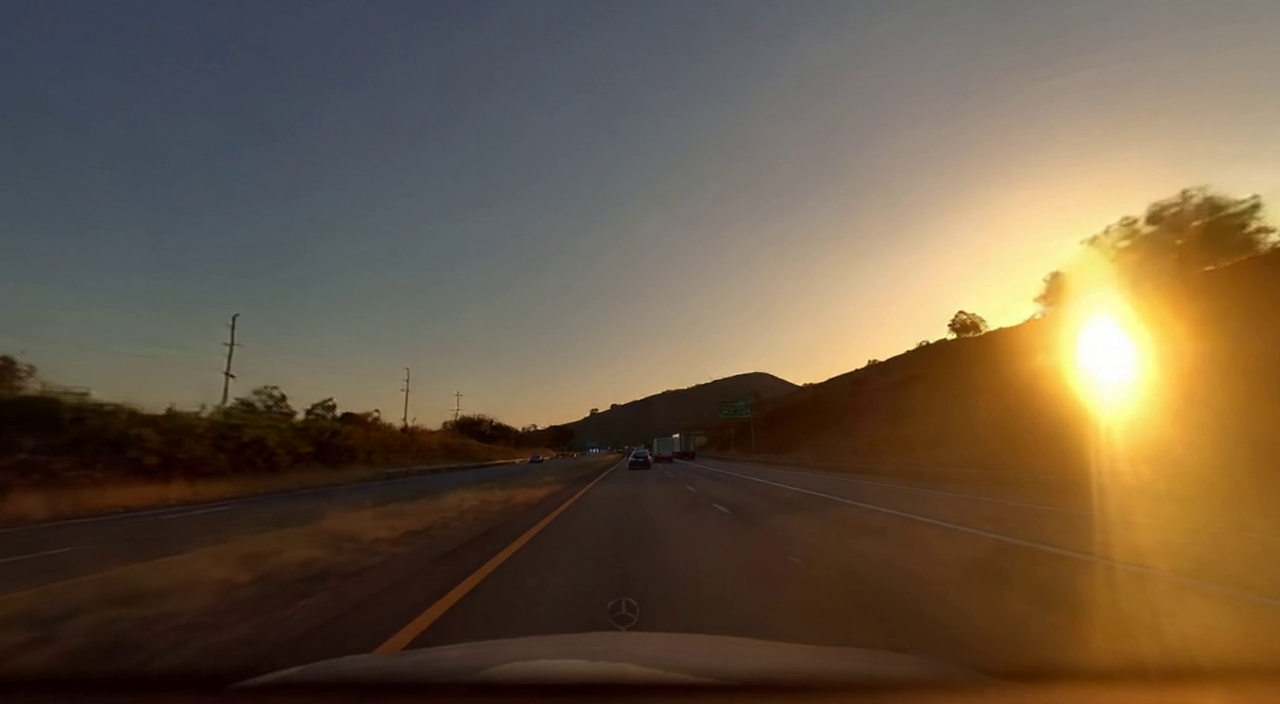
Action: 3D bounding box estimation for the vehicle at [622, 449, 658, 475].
[{"bbox_3d":[-0.048,6.574,37.687,2.083,1.473,3.923,0,-9,-1],"label":"vehicle"}]
